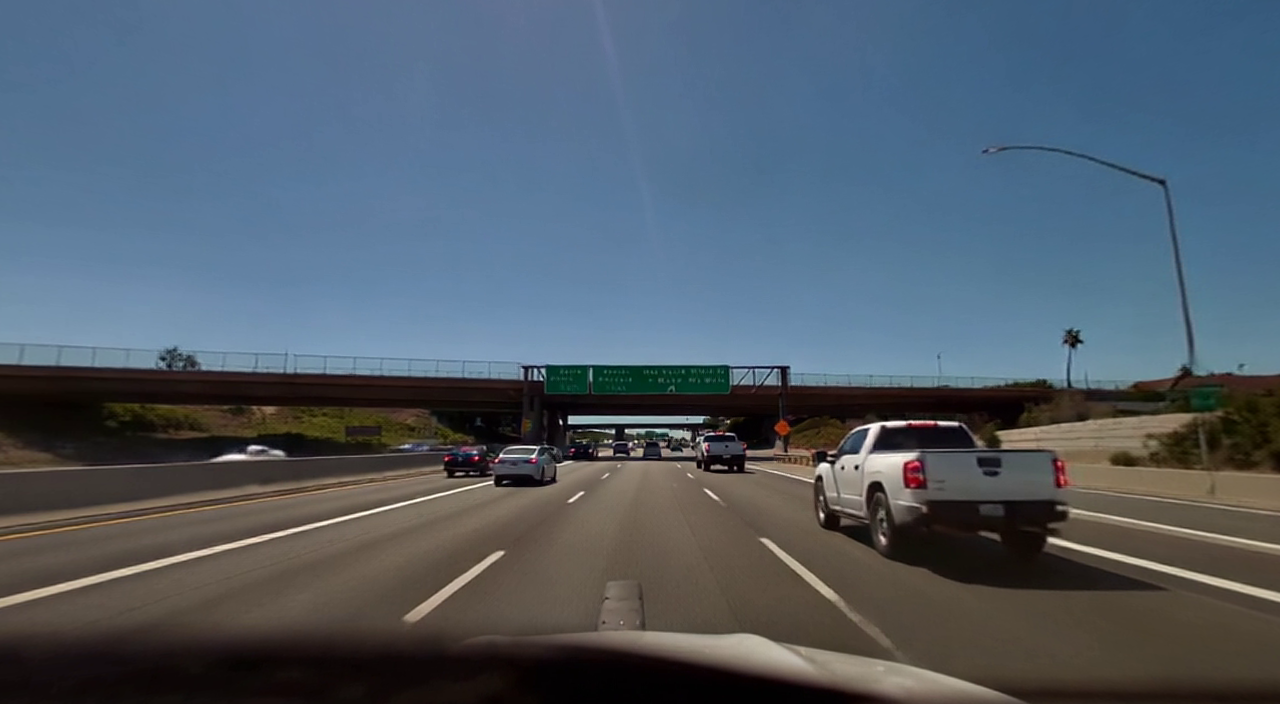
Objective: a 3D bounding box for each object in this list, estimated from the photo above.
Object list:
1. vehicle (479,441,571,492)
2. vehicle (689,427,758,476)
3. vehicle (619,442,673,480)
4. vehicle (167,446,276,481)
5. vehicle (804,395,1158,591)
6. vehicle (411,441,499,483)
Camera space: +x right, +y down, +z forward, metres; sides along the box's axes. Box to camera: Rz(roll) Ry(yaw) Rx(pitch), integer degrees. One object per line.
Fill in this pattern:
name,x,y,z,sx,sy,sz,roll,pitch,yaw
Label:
vehicle,-3.594,3.671,20.539,1.996,1.488,4.451,0,-9,2
vehicle,3.995,4.978,31.608,2.802,2.151,6.579,0,-9,2
vehicle,0.256,4.514,26.300,2.071,1.478,4.130,0,-9,1
vehicle,-19.311,5.142,29.355,1.851,1.502,4.485,0,-9,2
vehicle,3.653,1.604,7.901,2.045,1.768,4.249,0,-9,0
vehicle,-7.316,4.412,25.438,2.065,1.519,4.491,0,-9,2
